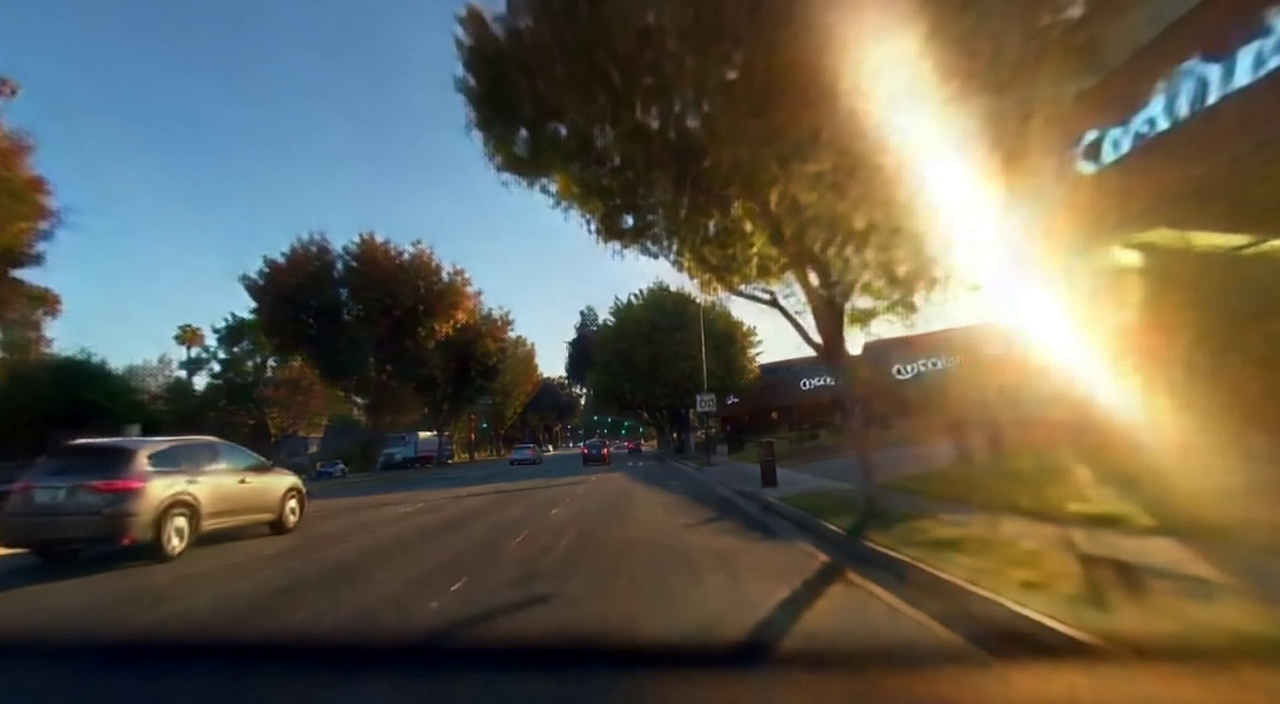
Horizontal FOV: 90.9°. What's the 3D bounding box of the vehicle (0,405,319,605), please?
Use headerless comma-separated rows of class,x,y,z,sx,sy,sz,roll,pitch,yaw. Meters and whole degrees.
vehicle,-6.605,1.783,8.314,2.137,1.835,4.844,0,-9,0

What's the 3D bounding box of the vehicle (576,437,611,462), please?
vehicle,-3.222,6.876,44.416,2.100,1.661,3.837,0,-9,1

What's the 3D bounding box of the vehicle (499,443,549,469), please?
vehicle,-6.688,6.039,36.830,2.072,1.427,4.328,0,-9,0

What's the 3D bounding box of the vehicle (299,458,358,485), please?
vehicle,-21.949,8.414,44.607,1.900,1.467,4.655,-5,-8,-1

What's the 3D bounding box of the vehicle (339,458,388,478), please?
vehicle,-21.830,9.168,49.971,1.783,1.456,4.350,-1,-9,3
